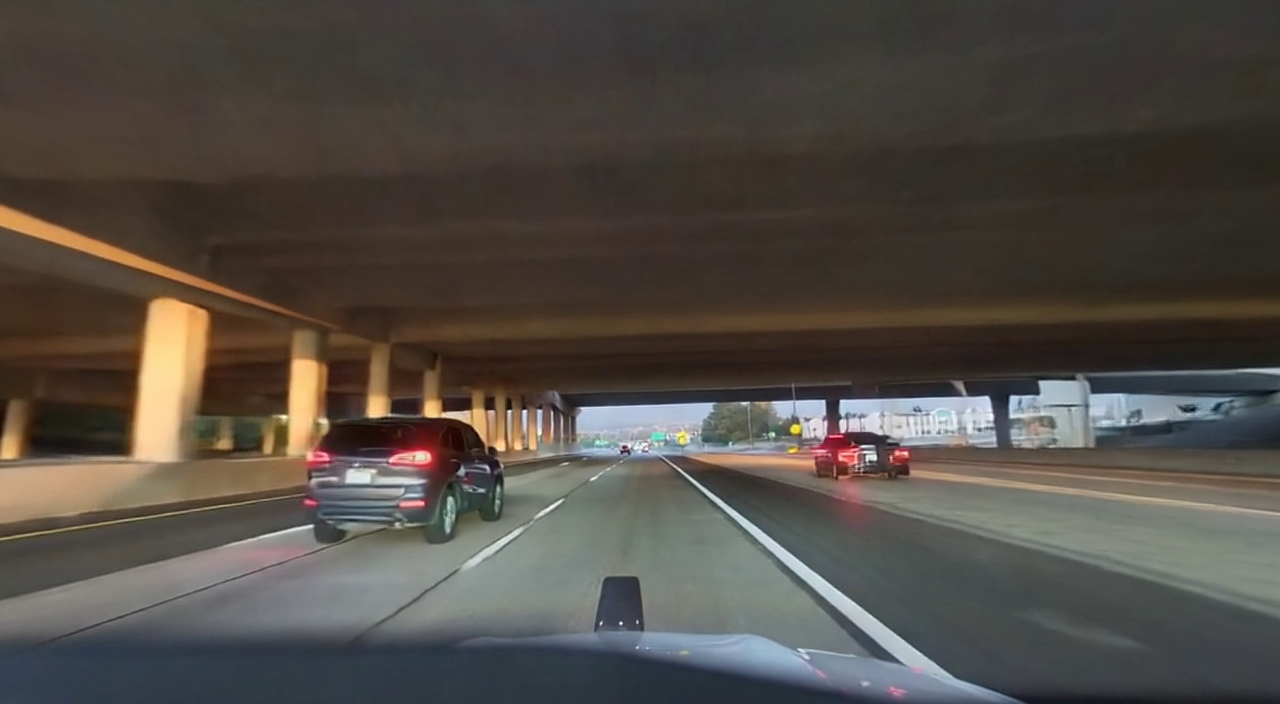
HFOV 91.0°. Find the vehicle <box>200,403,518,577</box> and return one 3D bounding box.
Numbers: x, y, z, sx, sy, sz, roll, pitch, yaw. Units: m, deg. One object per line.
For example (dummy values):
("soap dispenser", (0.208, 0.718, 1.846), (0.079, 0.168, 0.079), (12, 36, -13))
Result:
("vehicle", (-3.283, 1.729, 8.700), (2.203, 1.734, 4.600), (0, -9, 1))
